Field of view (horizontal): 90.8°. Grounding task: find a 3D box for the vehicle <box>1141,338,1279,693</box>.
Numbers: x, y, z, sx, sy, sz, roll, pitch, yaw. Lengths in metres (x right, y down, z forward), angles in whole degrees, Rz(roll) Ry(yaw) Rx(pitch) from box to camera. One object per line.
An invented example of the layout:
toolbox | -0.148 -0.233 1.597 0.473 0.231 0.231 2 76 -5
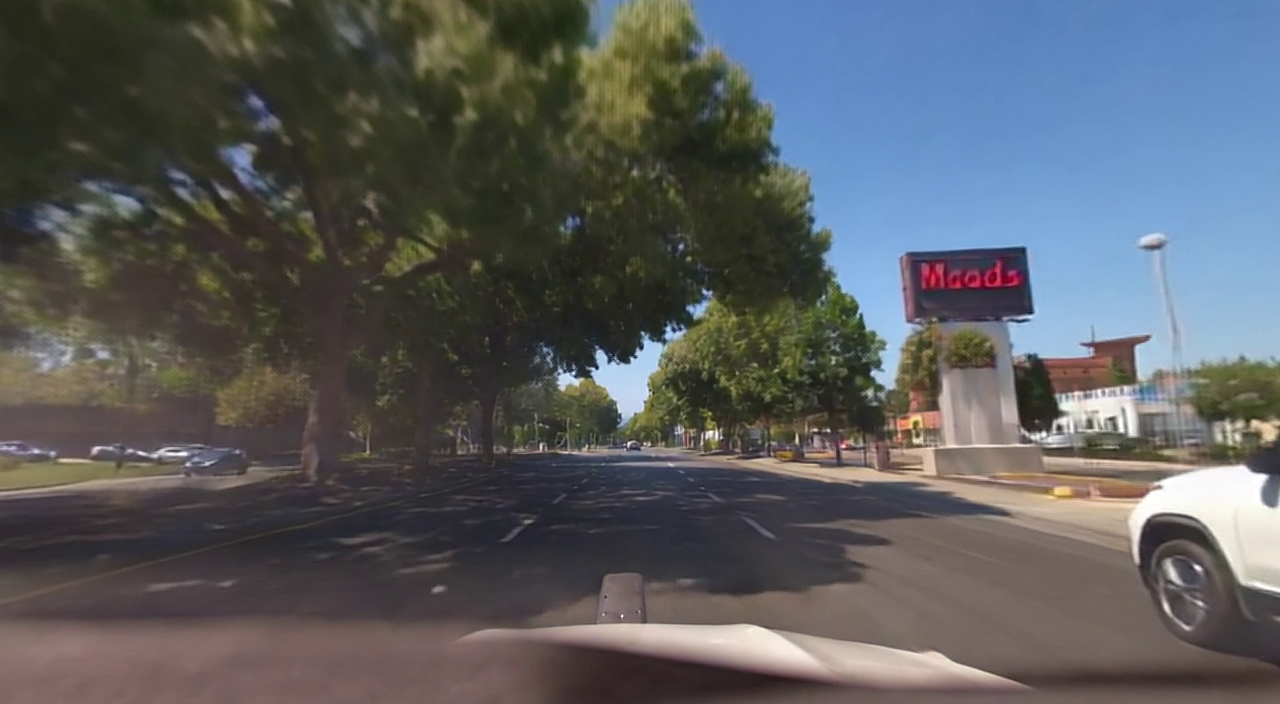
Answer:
vehicle | 4.655 0.684 1.819 2.185 1.956 5.128 0 -8 0

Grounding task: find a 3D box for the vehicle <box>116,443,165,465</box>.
vehicle | -35.171 7.157 44.543 1.829 1.448 4.124 4 -9 -27

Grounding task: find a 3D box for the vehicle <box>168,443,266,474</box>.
vehicle | -22.569 5.669 33.971 1.864 1.510 4.664 0 -8 2

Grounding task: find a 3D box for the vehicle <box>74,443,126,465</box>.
vehicle | -37.955 7.146 44.493 1.929 1.428 3.799 4 -9 -28
